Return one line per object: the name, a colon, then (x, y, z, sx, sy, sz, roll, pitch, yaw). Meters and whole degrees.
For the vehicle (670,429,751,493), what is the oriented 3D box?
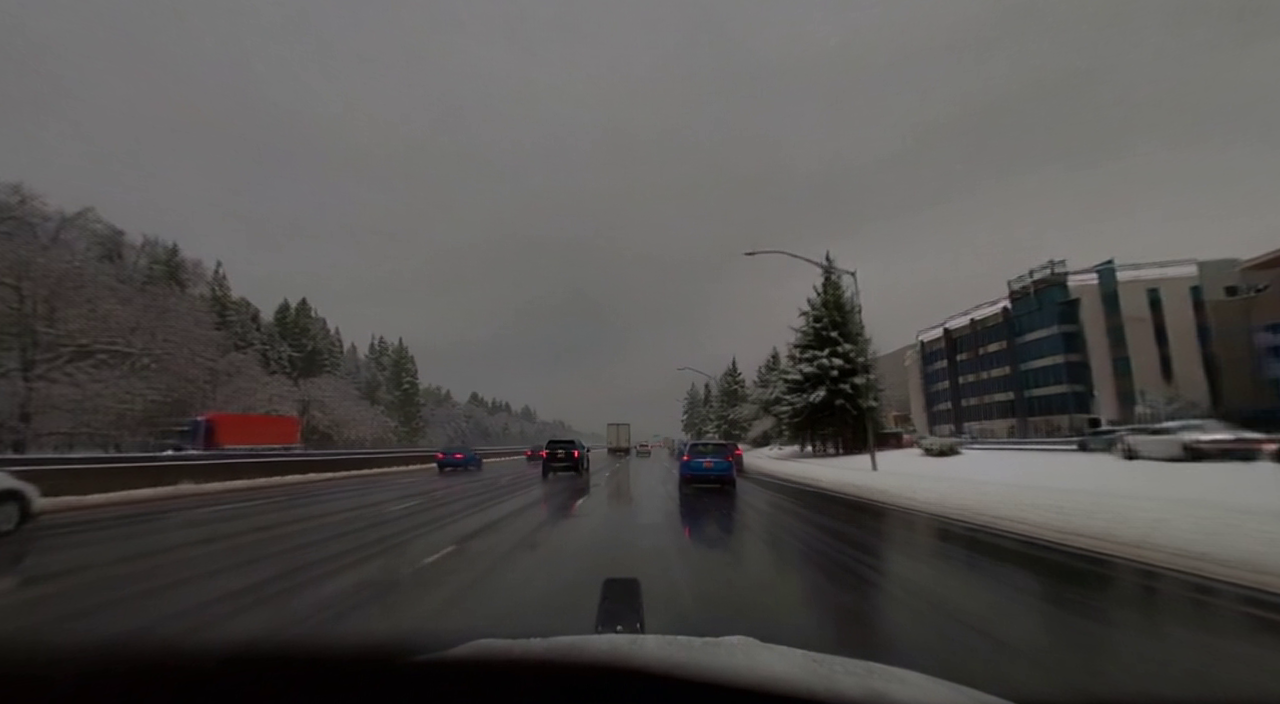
vehicle: (2.052, 3.345, 19.661, 2.101, 1.742, 4.495, 0, -9, 1)

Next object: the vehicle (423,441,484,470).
vehicle: (-10.702, 5.962, 36.484, 2.006, 1.509, 4.634, 0, -9, 1)

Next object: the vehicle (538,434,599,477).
vehicle: (-3.058, 4.572, 28.026, 2.111, 1.742, 4.315, 0, -9, 1)

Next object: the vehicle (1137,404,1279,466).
vehicle: (19.217, 2.647, 20.436, 4.404, 1.763, 1.928, -3, -7, -1)

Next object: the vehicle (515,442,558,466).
vehicle: (-6.986, 6.954, 43.098, 2.057, 1.496, 4.661, 0, -9, 1)

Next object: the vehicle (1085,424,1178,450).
vehicle: (30.655, 5.344, 39.367, 4.084, 1.551, 1.971, 0, -9, 0)
